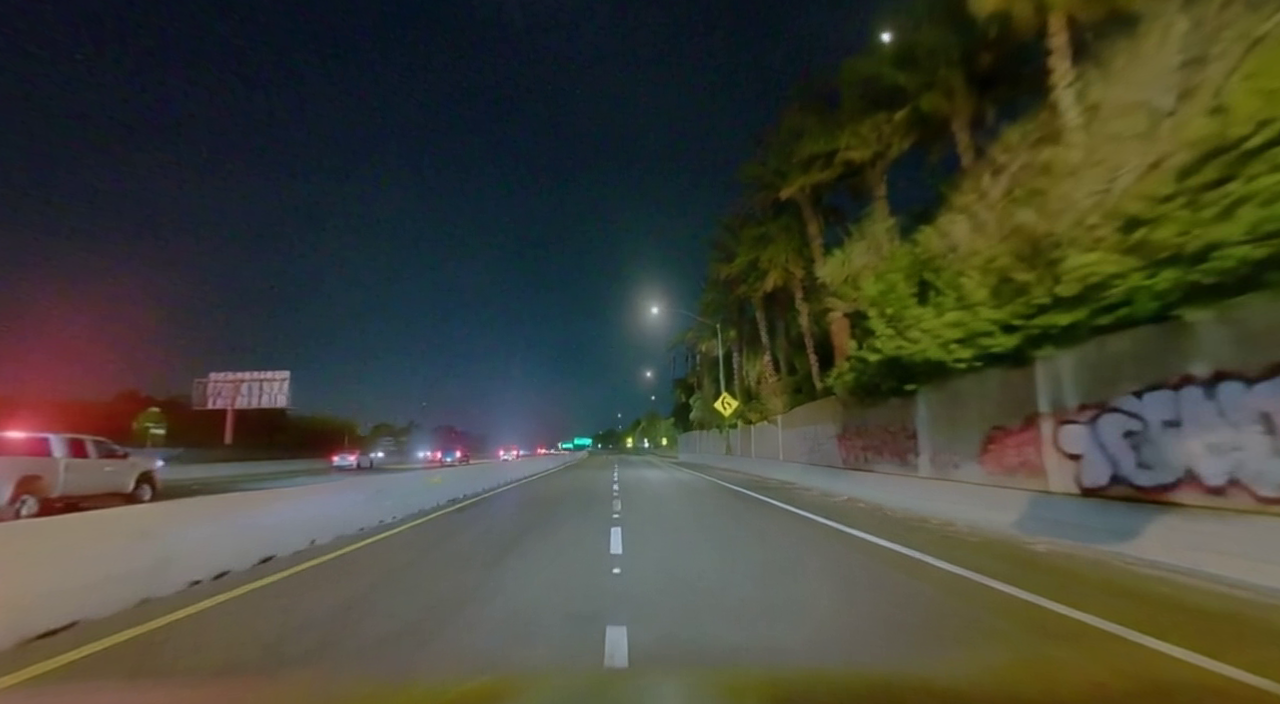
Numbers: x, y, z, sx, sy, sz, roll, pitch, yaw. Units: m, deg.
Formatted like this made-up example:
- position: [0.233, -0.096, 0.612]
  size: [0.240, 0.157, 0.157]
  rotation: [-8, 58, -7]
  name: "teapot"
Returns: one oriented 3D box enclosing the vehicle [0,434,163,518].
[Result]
- position: [-16.197, 3.200, 16.655]
  size: [2.402, 1.940, 6.283]
  rotation: [0, -9, -1]
  name: "vehicle"
